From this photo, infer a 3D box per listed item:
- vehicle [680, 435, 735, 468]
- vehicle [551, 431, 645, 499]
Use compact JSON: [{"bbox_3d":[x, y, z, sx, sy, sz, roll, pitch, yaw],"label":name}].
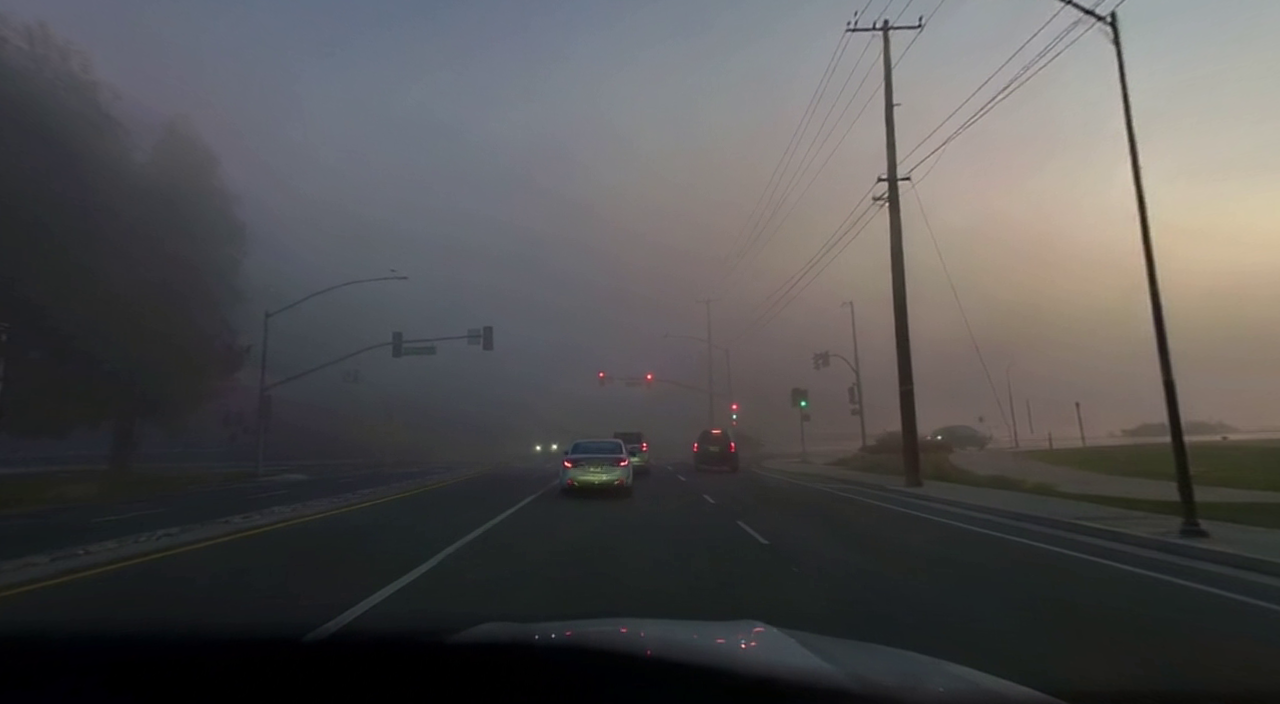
[{"bbox_3d":[3.181,4.776,30.443,1.945,1.470,4.363,0,-8,-3],"label":"vehicle"},{"bbox_3d":[-0.960,2.807,16.026,2.075,1.470,3.962,0,-8,-1],"label":"vehicle"}]
